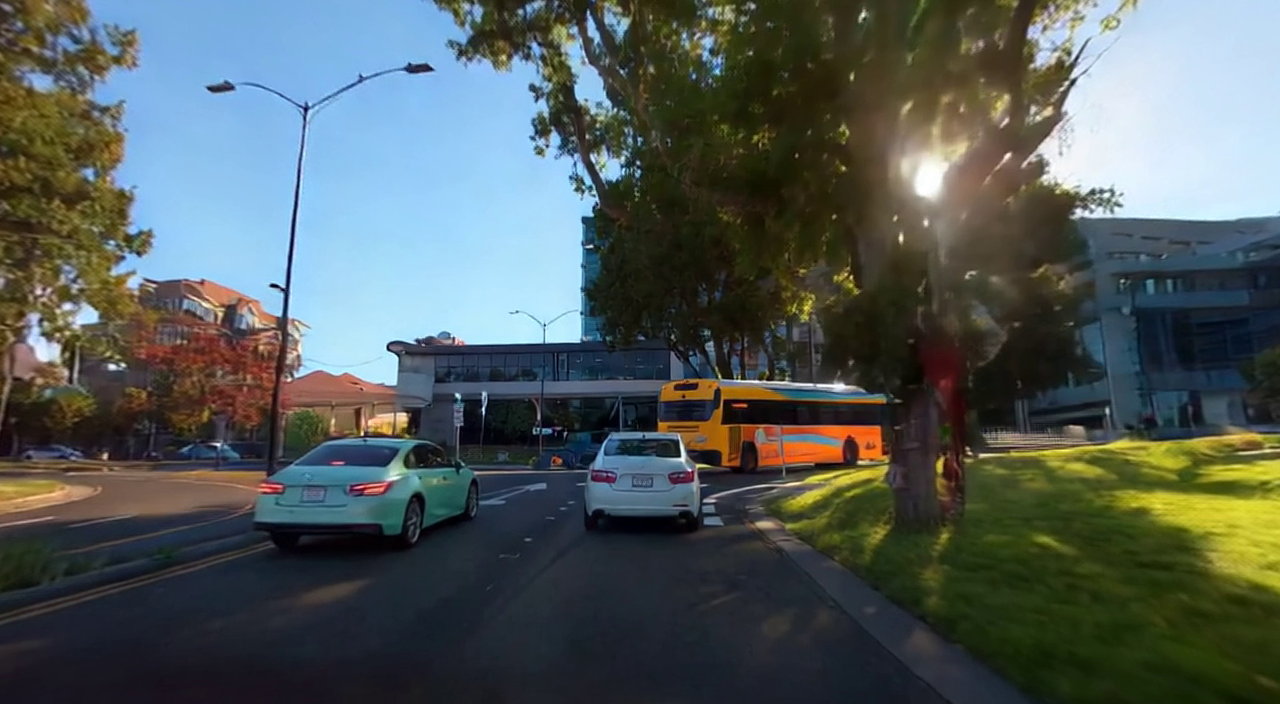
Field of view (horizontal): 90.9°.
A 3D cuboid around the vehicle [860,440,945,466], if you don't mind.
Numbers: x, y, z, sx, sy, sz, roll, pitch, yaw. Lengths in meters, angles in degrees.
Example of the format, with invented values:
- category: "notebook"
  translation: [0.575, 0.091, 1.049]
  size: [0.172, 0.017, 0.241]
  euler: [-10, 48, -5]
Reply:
- category: "vehicle"
  translation: [15.630, 6.020, 37.577]
  size: [4.422, 1.457, 1.882]
  euler: [-6, -10, 29]

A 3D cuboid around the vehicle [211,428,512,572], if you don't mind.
- category: "vehicle"
  translation: [-3.404, 1.885, 8.920]
  size: [1.953, 1.480, 4.522]
  euler: [-1, -8, 4]

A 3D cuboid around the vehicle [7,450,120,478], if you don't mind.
- category: "vehicle"
  translation: [-32.136, 6.237, 35.339]
  size: [4.473, 1.442, 1.743]
  euler: [7, -11, -39]

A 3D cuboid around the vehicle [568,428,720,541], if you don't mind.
- category: "vehicle"
  translation: [0.091, 2.055, 10.368]
  size: [2.020, 1.478, 3.922]
  euler: [0, -8, 1]

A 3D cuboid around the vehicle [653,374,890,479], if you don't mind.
- category: "vehicle"
  translation: [5.352, 2.940, 24.151]
  size: [9.977, 3.303, 2.948]
  euler: [6, -10, -37]

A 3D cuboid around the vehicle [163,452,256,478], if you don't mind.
- category: "vehicle"
  translation: [-26.134, 6.871, 38.429]
  size: [4.403, 1.422, 1.697]
  euler: [4, -9, -26]

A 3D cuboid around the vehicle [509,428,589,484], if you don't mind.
- category: "vehicle"
  translation: [-3.077, 3.650, 22.392]
  size: [2.017, 1.761, 4.572]
  euler: [-1, -8, 2]
